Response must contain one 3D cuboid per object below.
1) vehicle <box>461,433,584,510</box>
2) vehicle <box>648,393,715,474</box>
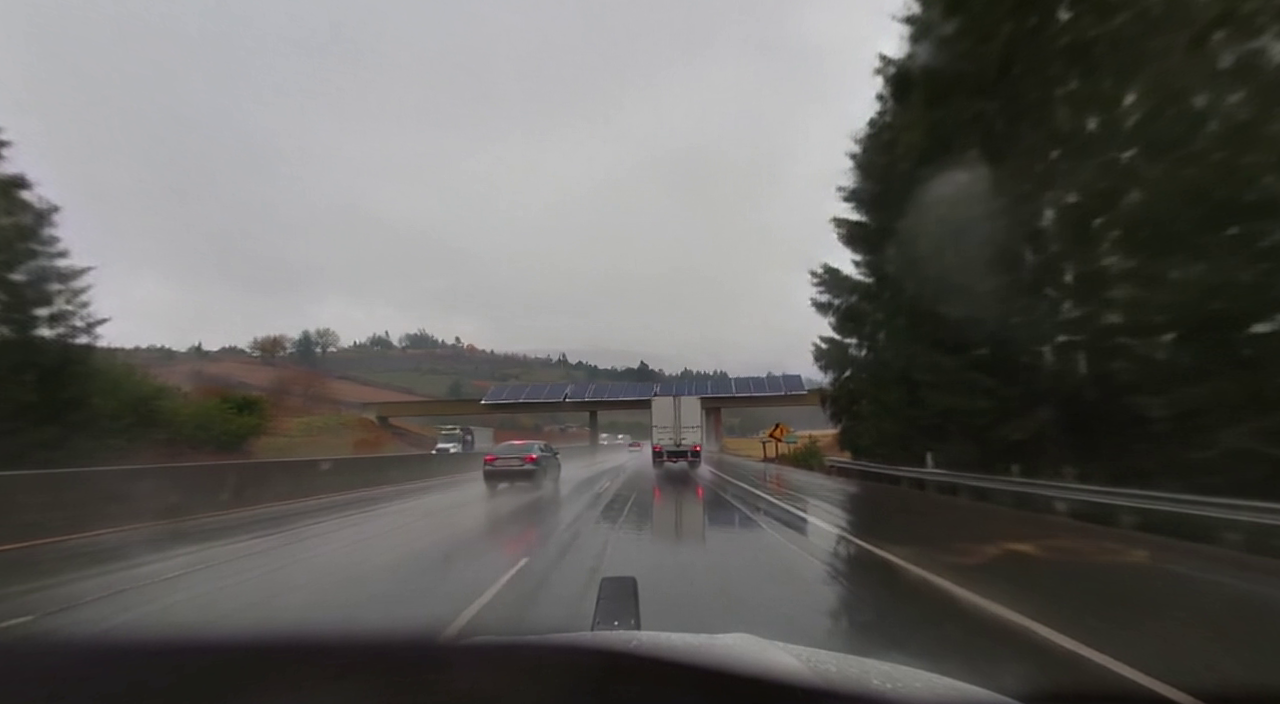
[{"bbox_3d":[-2.651,2.826,15.358,2.066,1.581,4.268,-1,-8,2],"label":"vehicle"},{"bbox_3d":[2.050,4.387,33.526,2.967,3.633,10.015,-1,-8,2],"label":"vehicle"}]
